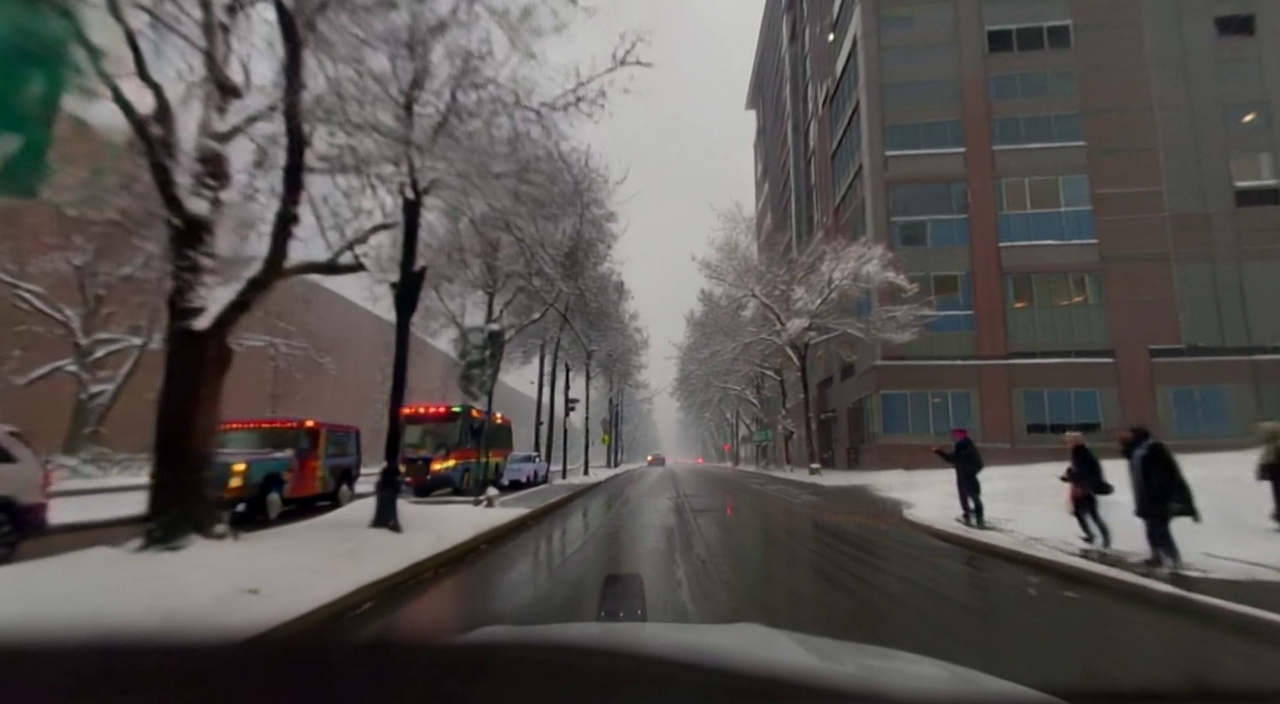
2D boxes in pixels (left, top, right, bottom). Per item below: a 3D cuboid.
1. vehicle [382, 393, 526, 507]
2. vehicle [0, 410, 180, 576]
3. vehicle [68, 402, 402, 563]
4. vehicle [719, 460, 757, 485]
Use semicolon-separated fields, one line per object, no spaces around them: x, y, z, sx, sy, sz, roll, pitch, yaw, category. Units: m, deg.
-4.989;2.792;18.104;2.268;2.708;5.699;-1;-9;1;vehicle
-8.356;1.639;7.467;2.109;1.819;4.615;2;-16;2;vehicle
-5.613;1.880;9.735;1.988;1.855;4.599;-1;-9;1;vehicle
6.671;8.254;43.543;1.888;1.536;4.381;0;-9;0;vehicle
